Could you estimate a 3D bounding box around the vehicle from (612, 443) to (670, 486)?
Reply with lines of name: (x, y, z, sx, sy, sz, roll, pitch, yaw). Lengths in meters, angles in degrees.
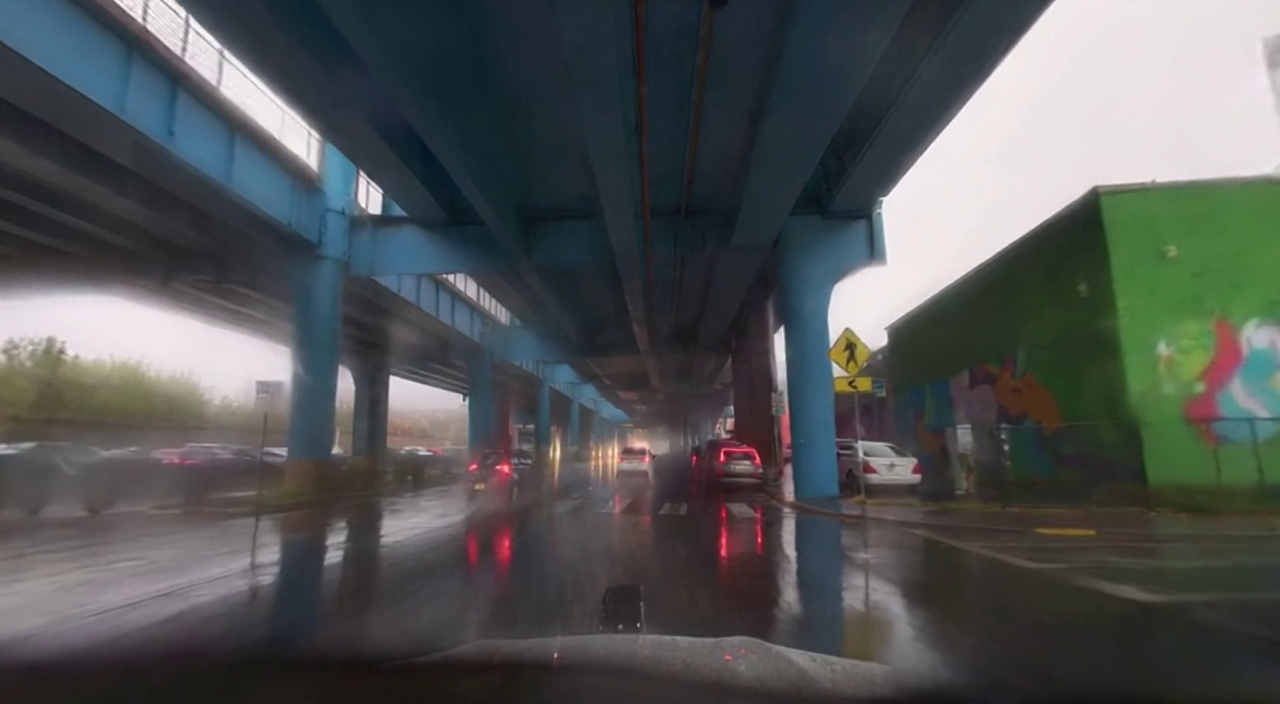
vehicle: (0.049, 4.520, 25.596, 2.155, 1.571, 3.734, 0, -9, 1)

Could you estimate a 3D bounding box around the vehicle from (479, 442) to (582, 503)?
vehicle: (-3.003, 3.431, 18.402, 2.024, 1.533, 4.549, 0, -9, 2)

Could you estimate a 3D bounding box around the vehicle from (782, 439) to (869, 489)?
vehicle: (7.788, 4.759, 27.086, 2.175, 1.909, 4.953, 0, -9, 0)

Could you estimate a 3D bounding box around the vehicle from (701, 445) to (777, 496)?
vehicle: (3.306, 4.033, 21.945, 1.983, 1.589, 4.010, 0, -8, 0)

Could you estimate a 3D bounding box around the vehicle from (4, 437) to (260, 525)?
vehicle: (-11.908, 3.050, 15.455, 2.056, 1.768, 4.986, -1, -9, 0)

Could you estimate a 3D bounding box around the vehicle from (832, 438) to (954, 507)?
vehicle: (7.670, 3.646, 19.717, 2.275, 1.834, 4.294, 1, -8, 4)
